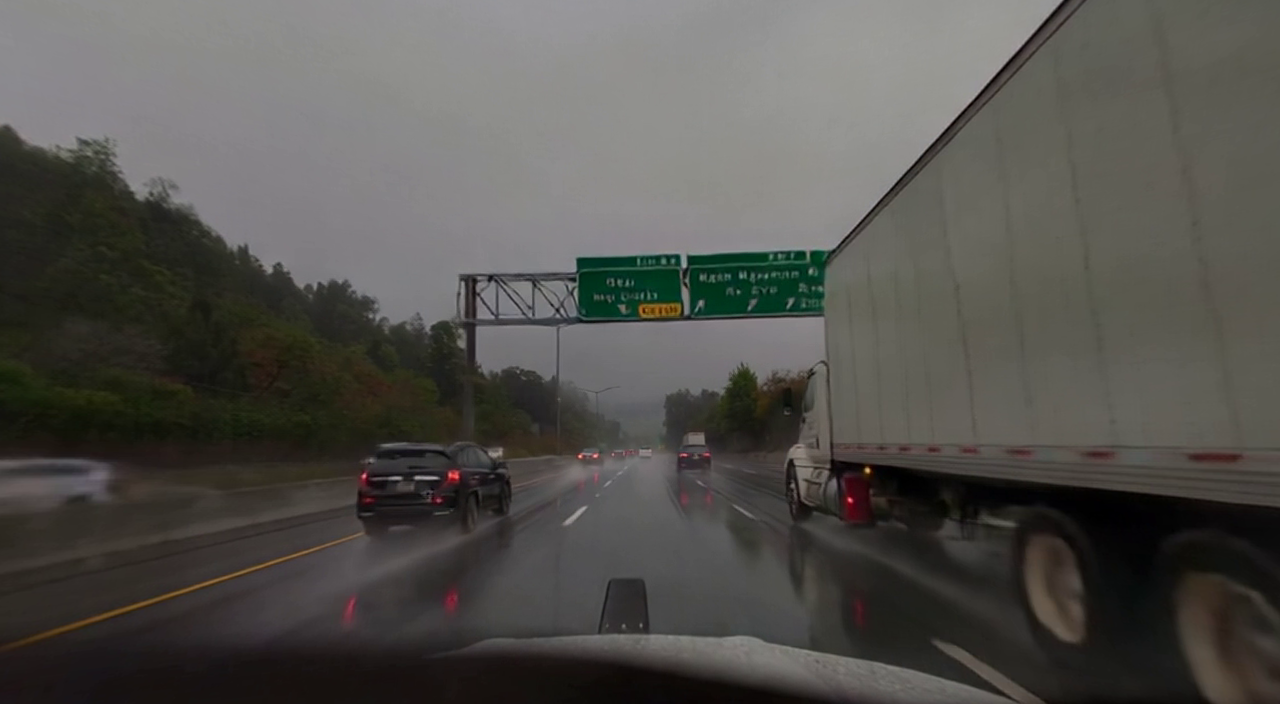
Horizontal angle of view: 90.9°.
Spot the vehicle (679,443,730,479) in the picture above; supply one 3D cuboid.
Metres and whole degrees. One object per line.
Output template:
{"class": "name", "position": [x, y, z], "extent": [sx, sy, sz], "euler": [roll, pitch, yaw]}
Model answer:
{"class": "vehicle", "position": [2.793, 4.863, 28.454], "extent": [2.040, 1.461, 4.822], "euler": [-1, -8, 3]}

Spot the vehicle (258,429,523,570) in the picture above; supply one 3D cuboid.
{"class": "vehicle", "position": [-3.334, 2.066, 9.811], "extent": [1.974, 1.589, 5.047], "euler": [-1, -8, 1]}

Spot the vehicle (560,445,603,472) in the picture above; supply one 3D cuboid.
{"class": "vehicle", "position": [-3.426, 6.360, 37.913], "extent": [2.099, 1.494, 4.504], "euler": [-1, -8, 1]}

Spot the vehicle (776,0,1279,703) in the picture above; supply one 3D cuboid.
{"class": "vehicle", "position": [3.980, 0.267, 5.985], "extent": [2.985, 3.895, 11.239], "euler": [-1, -8, 1]}
